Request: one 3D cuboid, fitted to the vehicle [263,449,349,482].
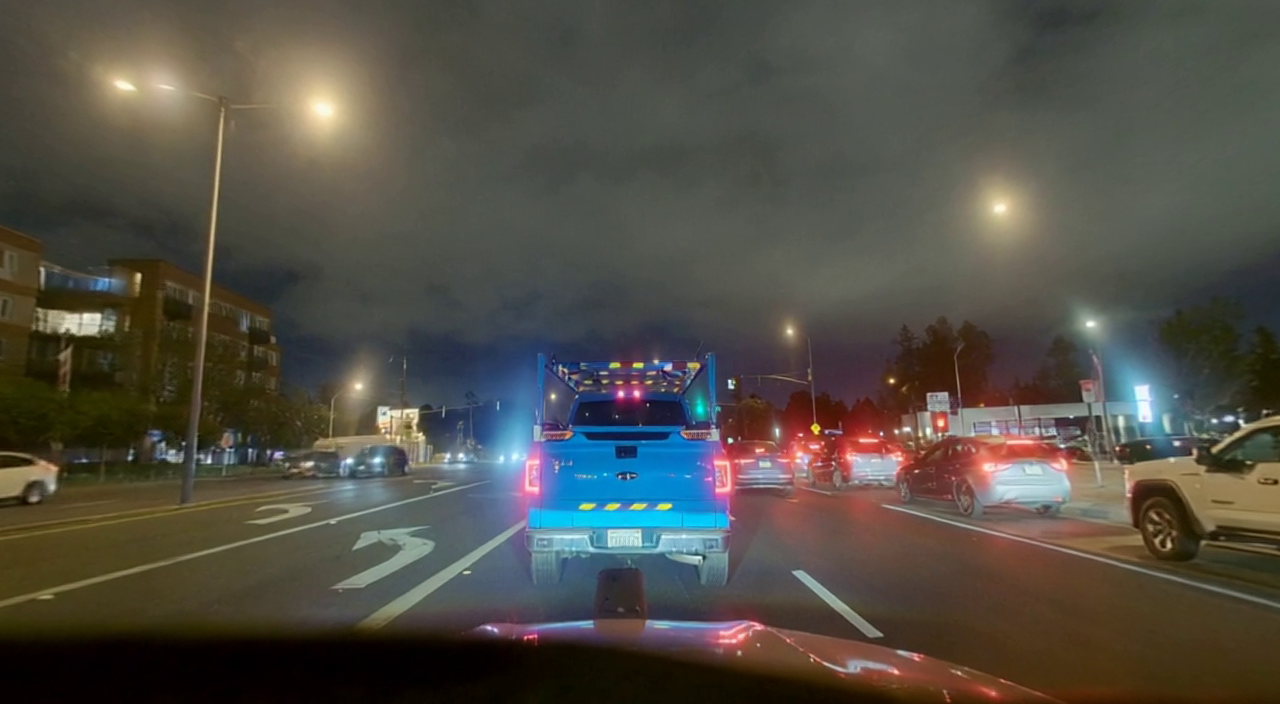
[{"bbox_3d":[-16.052,5.455,30.622,1.805,1.466,4.341,0,-9,0],"label":"vehicle"}]

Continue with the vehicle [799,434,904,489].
[{"bbox_3d":[7.062,3.700,21.613,1.953,1.665,4.327,0,-9,-2],"label":"vehicle"}]

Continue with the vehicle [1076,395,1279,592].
[{"bbox_3d":[6.815,1.329,6.044,2.023,1.771,4.488,0,-9,0],"label":"vehicle"}]

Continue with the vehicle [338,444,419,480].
[{"bbox_3d":[-12.457,5.230,30.437,1.928,1.591,4.509,0,-9,0],"label":"vehicle"}]

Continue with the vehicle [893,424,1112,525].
[{"bbox_3d":[7.067,2.413,12.981,1.931,1.692,4.267,0,-9,0],"label":"vehicle"}]

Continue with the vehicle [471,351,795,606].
[{"bbox_3d":[-0.106,1.464,8.198,2.682,2.117,5.706,0,-9,-1],"label":"vehicle"}]
